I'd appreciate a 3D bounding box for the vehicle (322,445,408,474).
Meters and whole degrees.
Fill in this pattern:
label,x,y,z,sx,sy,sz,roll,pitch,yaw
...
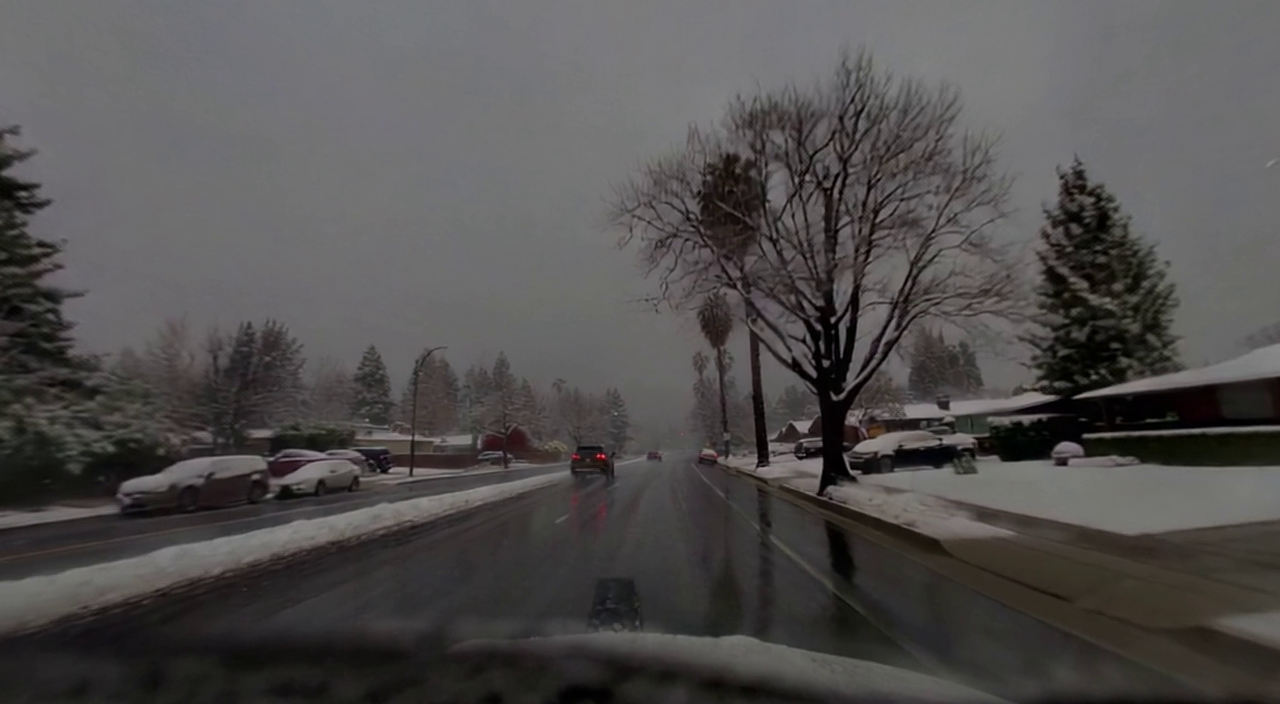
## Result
label,x,y,z,sx,sy,sz,roll,pitch,yaw
vehicle,-19.211,7.497,44.282,4.942,1.932,2.247,0,-9,-1

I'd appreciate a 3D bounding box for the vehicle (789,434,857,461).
label,x,y,z,sx,sy,sz,roll,pitch,yaw
vehicle,13.464,7.017,46.429,4.531,1.864,2.037,4,-10,-26

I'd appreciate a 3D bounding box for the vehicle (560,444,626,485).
label,x,y,z,sx,sy,sz,roll,pitch,yaw
vehicle,-1.756,4.443,25.243,2.035,1.474,4.284,0,-9,4

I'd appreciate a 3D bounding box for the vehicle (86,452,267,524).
label,x,y,z,sx,sy,sz,roll,pitch,yaw
vehicle,-13.623,3.970,19.007,1.895,1.802,4.454,-3,-9,3

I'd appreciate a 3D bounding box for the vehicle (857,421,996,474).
label,x,y,z,sx,sy,sz,roll,pitch,yaw
vehicle,11.511,3.927,25.690,4.549,1.672,2.008,-5,-10,3

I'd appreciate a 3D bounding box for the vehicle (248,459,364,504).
label,x,y,z,sx,sy,sz,roll,pitch,yaw
vehicle,-13.013,5.056,24.982,1.995,1.482,4.448,-4,-10,3
